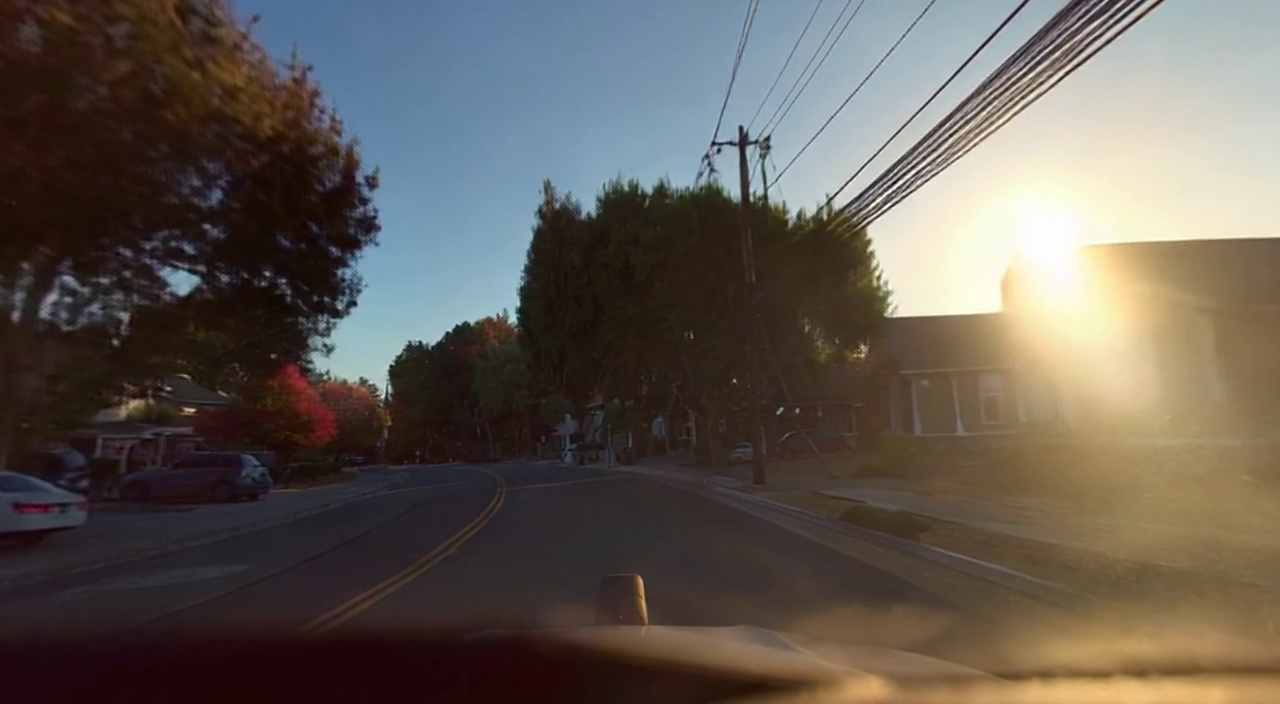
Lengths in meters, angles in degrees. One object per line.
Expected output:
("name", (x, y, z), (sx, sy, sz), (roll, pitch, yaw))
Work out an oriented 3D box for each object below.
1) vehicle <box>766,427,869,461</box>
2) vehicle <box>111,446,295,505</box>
("vehicle", (8.786, 4.588, 31.614), (4.566, 1.623, 1.906), (-1, -8, 2))
("vehicle", (-13.880, 3.906, 20.272), (4.321, 1.772, 2.161), (-1, -8, 4))
